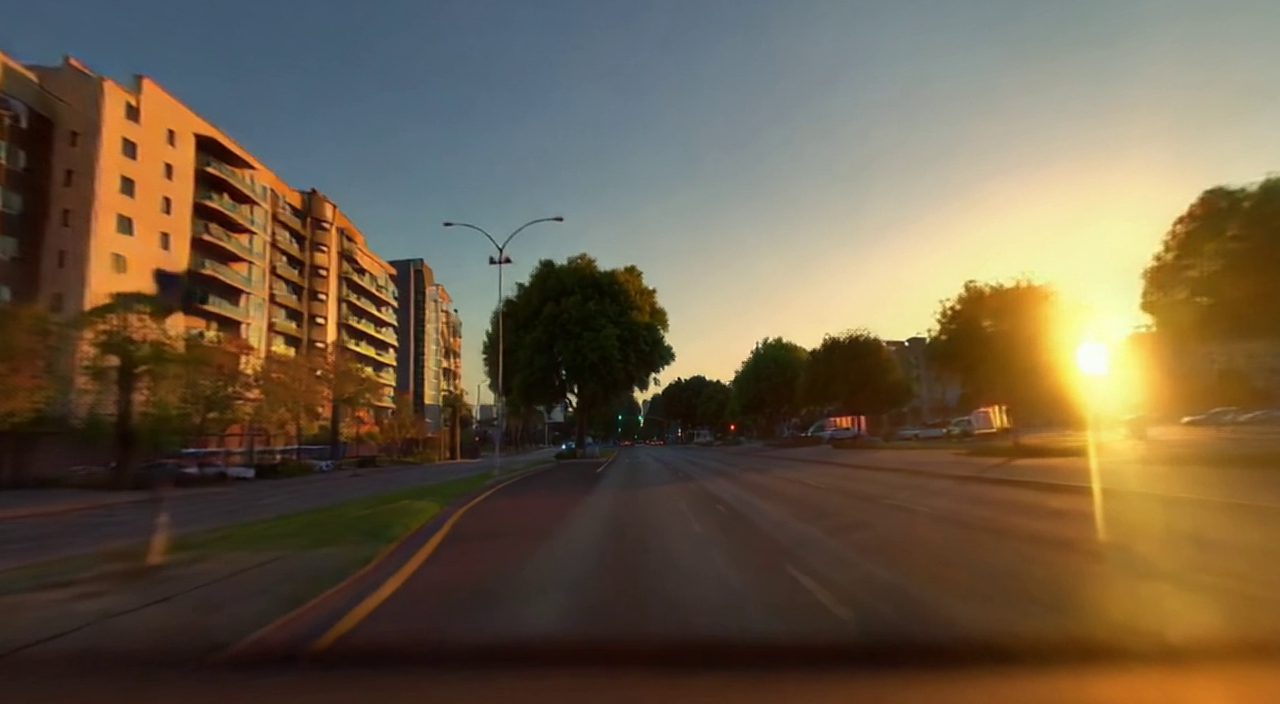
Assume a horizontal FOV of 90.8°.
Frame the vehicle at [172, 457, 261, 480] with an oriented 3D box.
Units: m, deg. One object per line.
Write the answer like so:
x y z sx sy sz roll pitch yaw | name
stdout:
-30.139 8.322 45.057 4.851 1.519 2.112 0 -8 1 | vehicle
